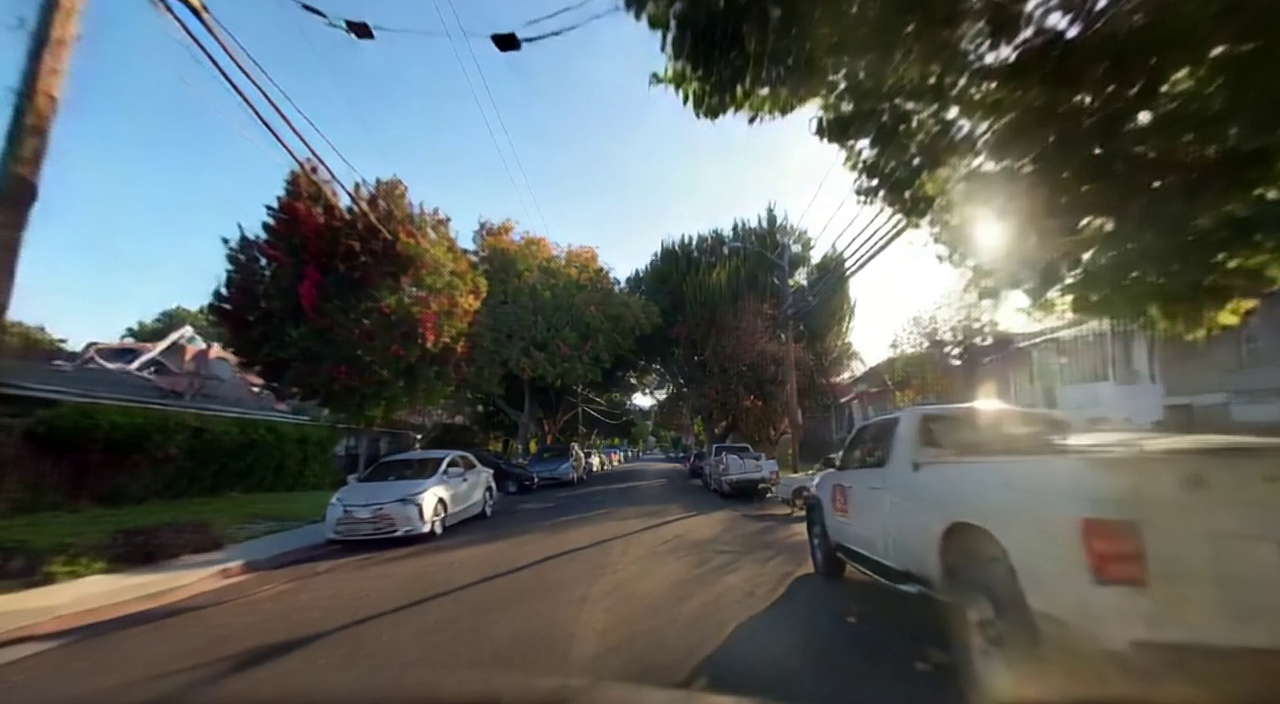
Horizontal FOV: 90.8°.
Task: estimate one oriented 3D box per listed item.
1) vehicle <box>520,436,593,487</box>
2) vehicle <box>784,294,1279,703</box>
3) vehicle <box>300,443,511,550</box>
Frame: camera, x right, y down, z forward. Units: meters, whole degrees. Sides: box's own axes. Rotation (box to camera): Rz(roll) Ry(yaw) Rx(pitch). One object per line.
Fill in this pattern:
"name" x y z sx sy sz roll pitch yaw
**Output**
"vehicle" -3.432 4.608 27.068 2.280 1.953 5.092 0 -8 1
"vehicle" 2.833 1.140 4.923 2.295 2.019 5.212 0 -8 1
"vehicle" -3.952 2.475 11.701 1.988 1.541 4.686 0 -8 2
